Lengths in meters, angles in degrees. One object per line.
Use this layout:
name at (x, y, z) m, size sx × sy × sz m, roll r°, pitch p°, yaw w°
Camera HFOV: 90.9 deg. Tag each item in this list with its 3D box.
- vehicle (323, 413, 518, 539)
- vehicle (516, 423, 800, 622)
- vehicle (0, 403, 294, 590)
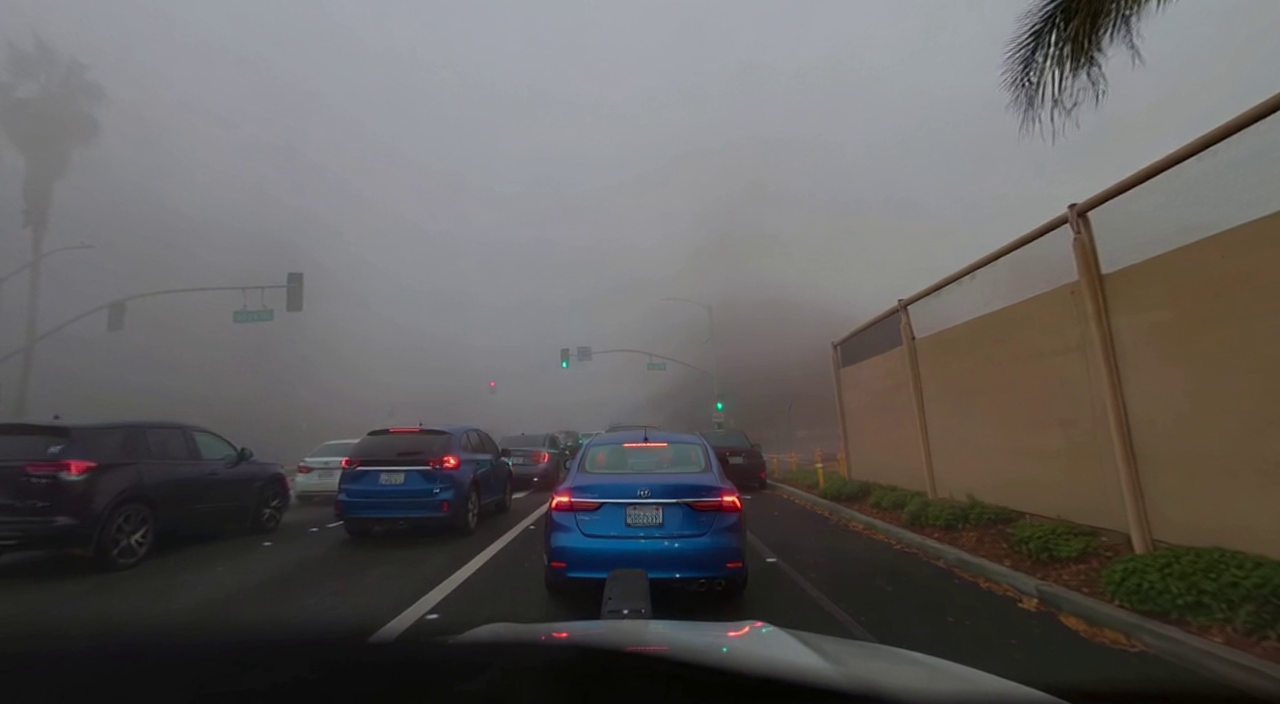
vehicle at (-3.486, 2.050, 10.992) m, size 2.007 × 1.746 × 4.136 m, roll 0°, pitch -8°, yaw -2°
vehicle at (0.070, 1.597, 6.947) m, size 2.128 × 1.473 × 4.272 m, roll 0°, pitch -8°, yaw -2°
vehicle at (-6.676, 1.670, 8.132) m, size 1.963 × 1.721 × 4.467 m, roll 0°, pitch -8°, yaw -2°
